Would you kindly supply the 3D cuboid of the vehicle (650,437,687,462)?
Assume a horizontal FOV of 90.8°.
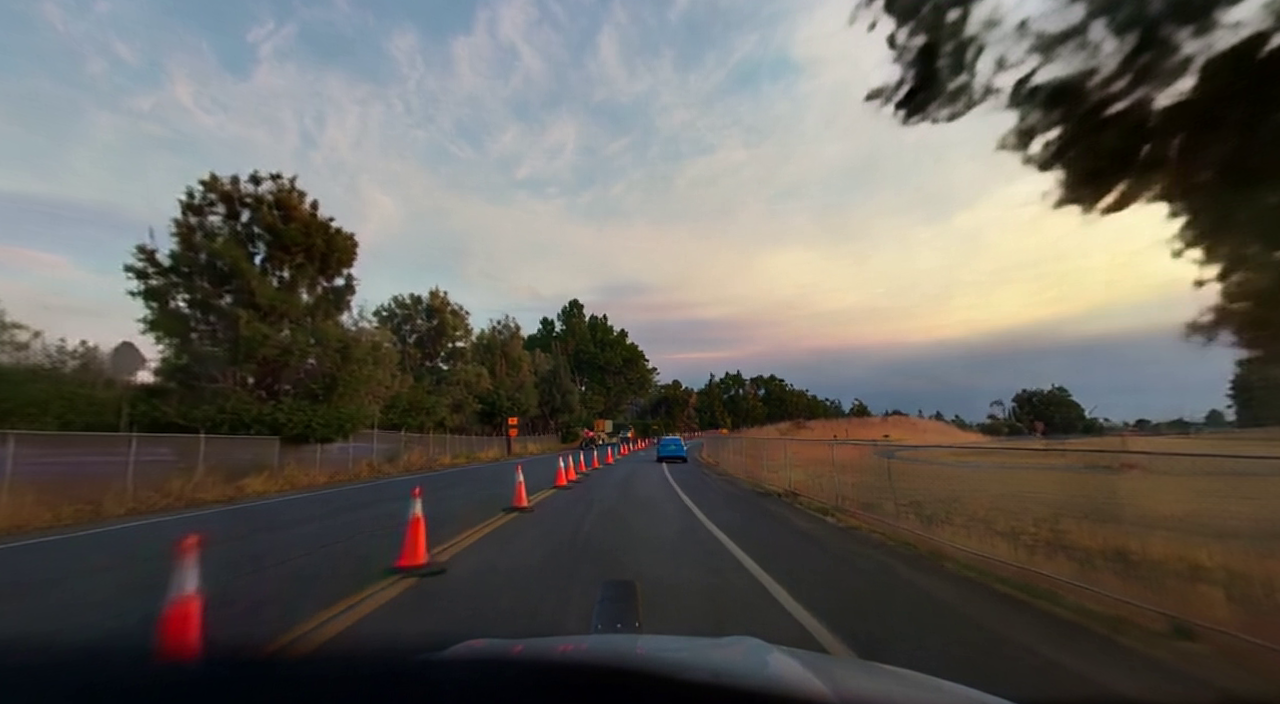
[{"bbox_3d":[1.818,6.134,39.908,2.172,1.486,3.581,0,-9,3],"label":"vehicle"}]
